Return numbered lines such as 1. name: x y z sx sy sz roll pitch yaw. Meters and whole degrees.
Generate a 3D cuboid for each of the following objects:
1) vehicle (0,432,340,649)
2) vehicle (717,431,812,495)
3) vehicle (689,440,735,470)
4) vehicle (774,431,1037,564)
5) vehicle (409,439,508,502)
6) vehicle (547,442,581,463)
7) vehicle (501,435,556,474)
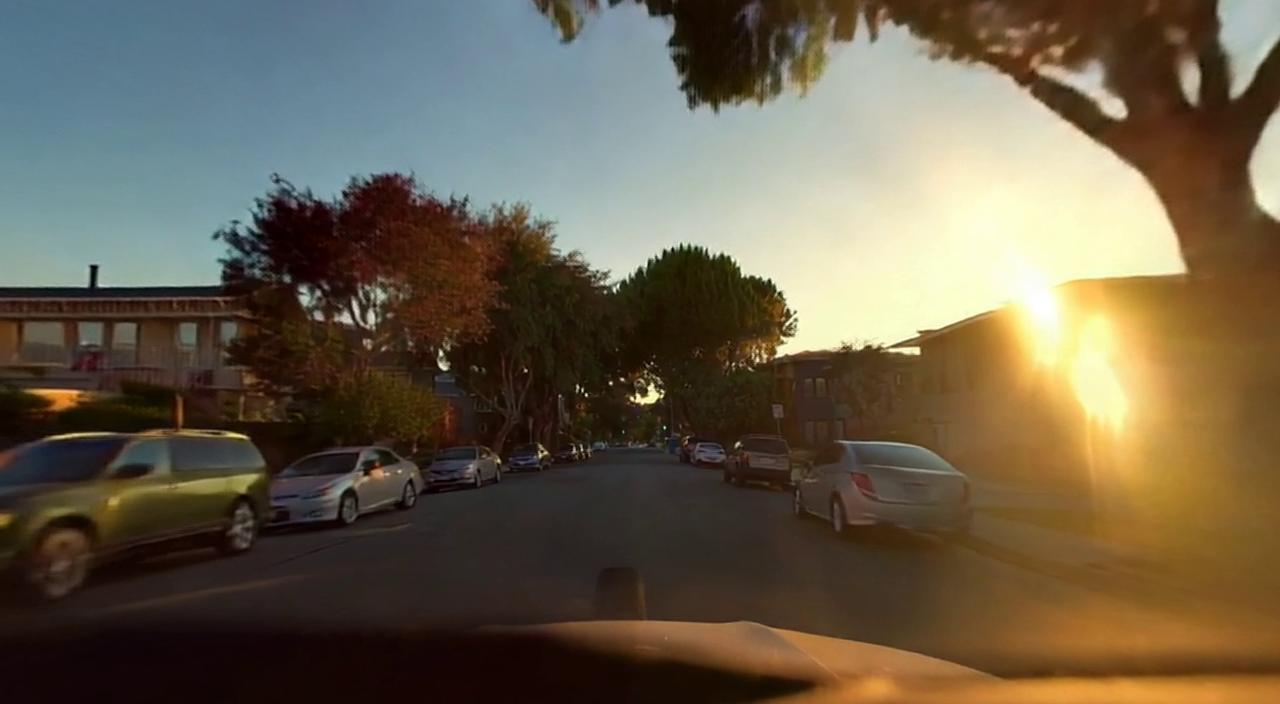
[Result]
1. vehicle: -5.748 1.800 7.202 2.169 1.574 5.016 -3 -8 1
2. vehicle: 3.530 3.249 18.821 1.950 1.647 4.425 0 -8 0
3. vehicle: 3.786 5.515 34.067 1.968 1.505 4.368 0 -8 0
4. vehicle: 3.510 1.993 9.504 1.881 1.482 4.531 0 -8 -2
5. vehicle: -5.818 3.791 20.801 1.901 1.475 4.425 -4 -5 0
6. vehicle: -5.597 7.481 47.034 1.998 1.485 4.476 0 -8 0
7. vehicle: -5.850 5.465 33.660 2.106 1.760 4.573 -4 -9 -1
